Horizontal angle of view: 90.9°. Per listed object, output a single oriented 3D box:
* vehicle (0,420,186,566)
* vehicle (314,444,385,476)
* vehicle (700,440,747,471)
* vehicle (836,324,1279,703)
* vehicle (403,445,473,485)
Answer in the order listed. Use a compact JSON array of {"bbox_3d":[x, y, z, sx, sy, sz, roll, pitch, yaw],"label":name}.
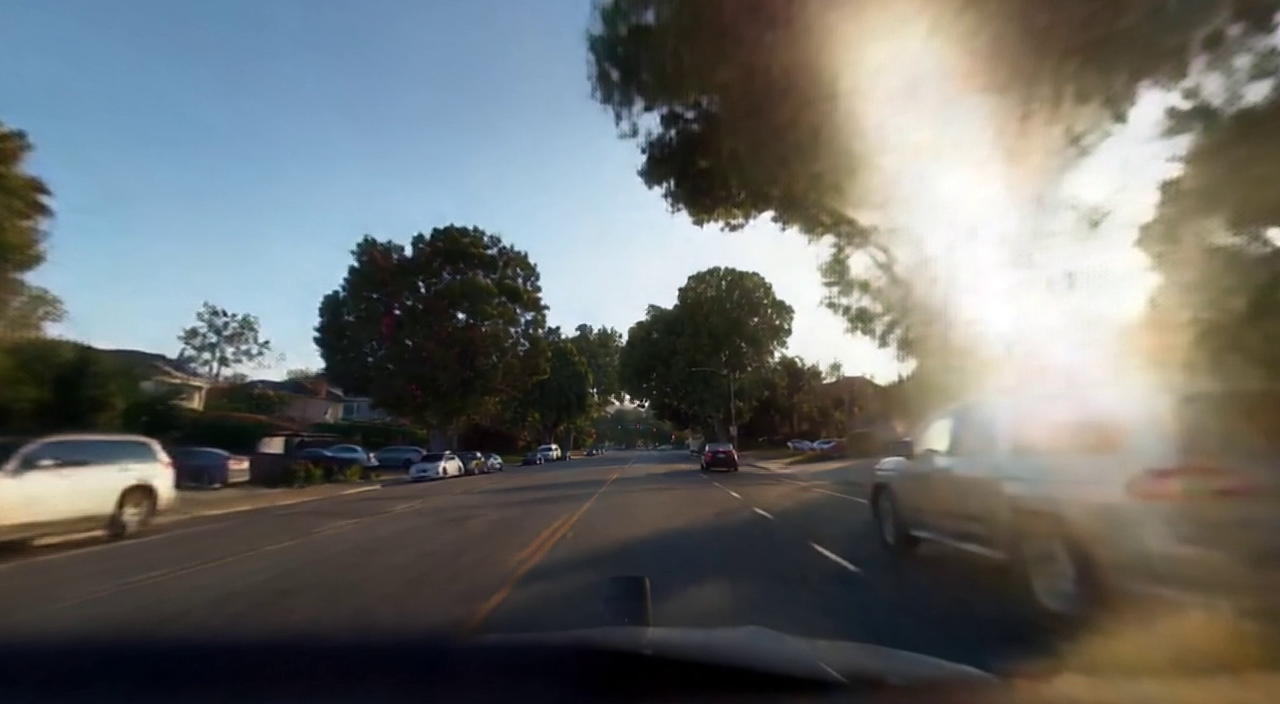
[{"bbox_3d":[-10.575,2.272,10.216,2.254,2.127,5.697,-3,-9,-1],"label":"vehicle"},{"bbox_3d":[-17.311,6.440,37.836,1.914,1.792,4.470,-1,-8,3],"label":"vehicle"},{"bbox_3d":[4.374,5.491,33.705,1.956,1.492,4.425,-1,-8,1],"label":"vehicle"},{"bbox_3d":[4.022,1.212,5.954,2.497,1.889,5.833,-1,-8,1],"label":"vehicle"},{"bbox_3d":[-10.355,5.775,32.624,2.083,1.791,4.585,-4,-8,0],"label":"vehicle"}]
